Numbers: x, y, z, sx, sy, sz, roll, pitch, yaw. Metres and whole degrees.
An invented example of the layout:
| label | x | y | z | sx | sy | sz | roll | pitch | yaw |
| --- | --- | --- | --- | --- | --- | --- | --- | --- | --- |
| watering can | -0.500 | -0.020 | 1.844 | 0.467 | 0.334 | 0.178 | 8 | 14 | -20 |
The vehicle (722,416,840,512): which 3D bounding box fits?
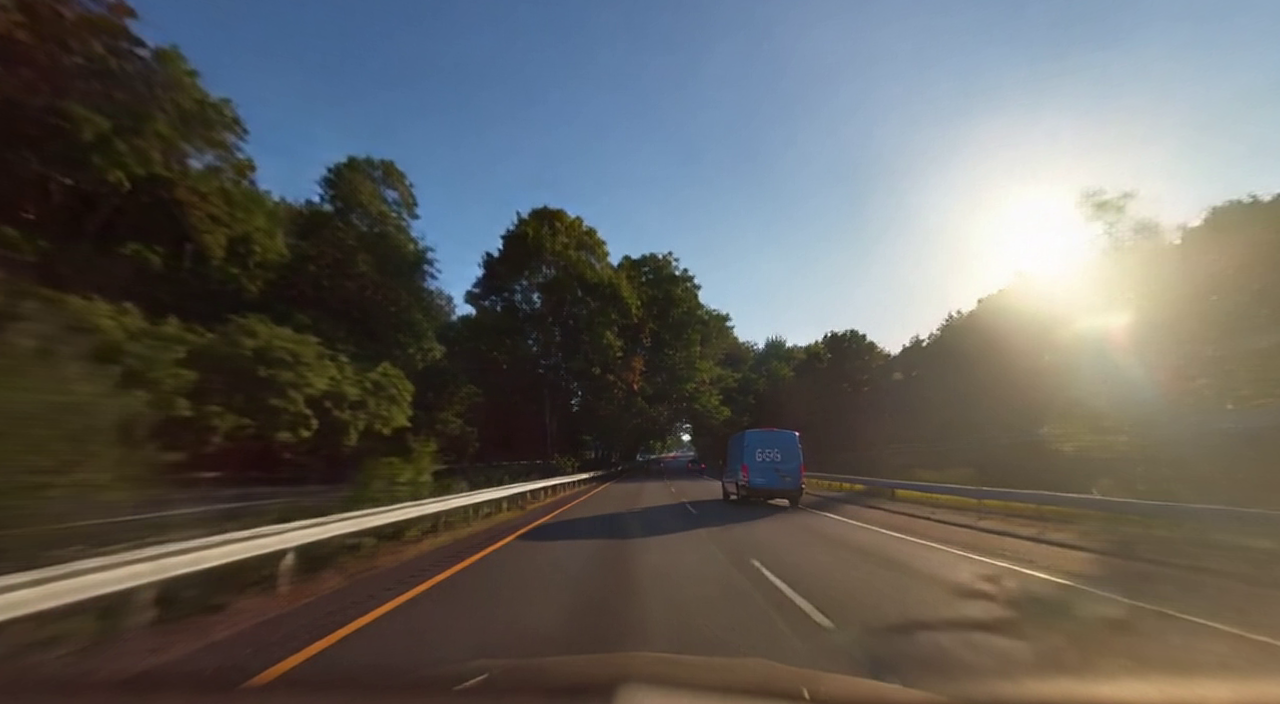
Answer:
| label | x | y | z | sx | sy | sz | roll | pitch | yaw |
| --- | --- | --- | --- | --- | --- | --- | --- | --- | --- |
| vehicle | 4.275 | 3.635 | 20.359 | 2.366 | 2.595 | 5.793 | 1 | -11 | -1 |
